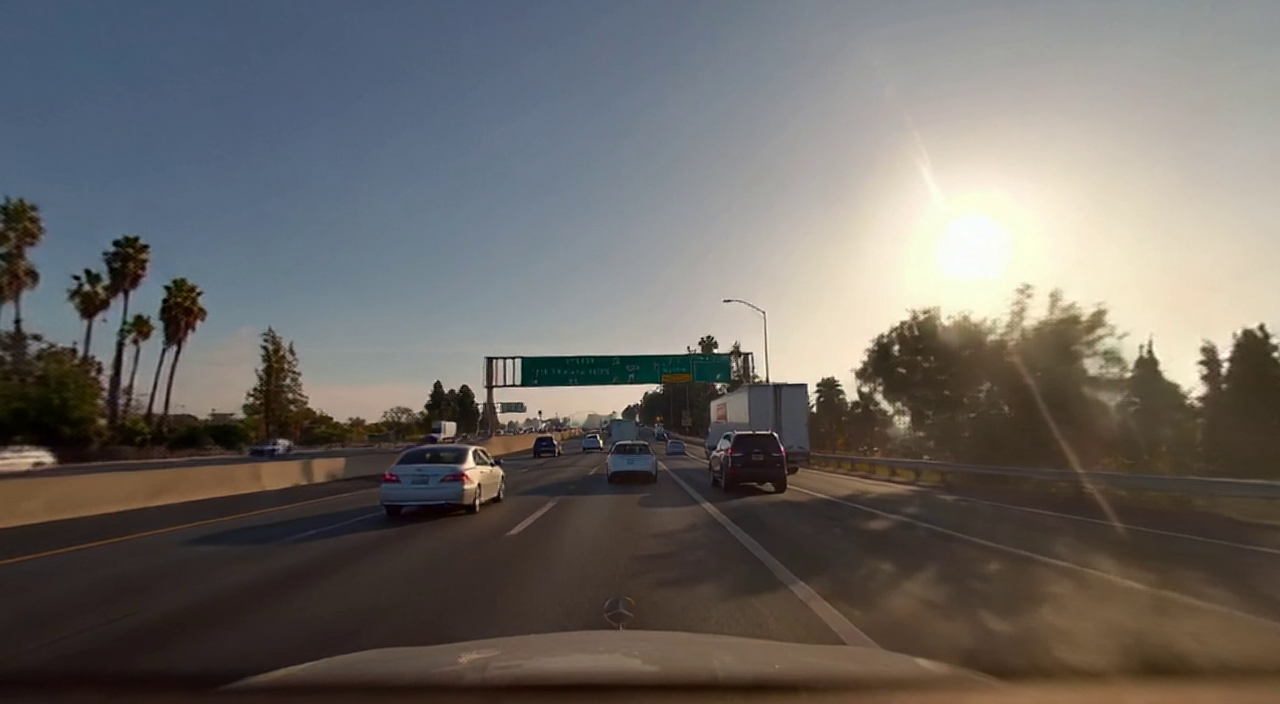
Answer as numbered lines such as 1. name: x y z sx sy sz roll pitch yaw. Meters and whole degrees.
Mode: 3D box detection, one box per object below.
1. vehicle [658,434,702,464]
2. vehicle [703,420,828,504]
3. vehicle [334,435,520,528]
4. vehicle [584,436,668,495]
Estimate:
1. vehicle: 2.554 6.436 41.837 2.476 1.843 5.652 0 -8 -1
2. vehicle: 3.055 2.800 16.467 2.173 1.870 4.499 0 -8 -2
3. vehicle: -3.718 2.325 11.996 1.998 1.423 4.436 0 -8 0
4. vehicle: -0.389 3.174 17.967 2.136 1.470 3.971 0 -8 -1
